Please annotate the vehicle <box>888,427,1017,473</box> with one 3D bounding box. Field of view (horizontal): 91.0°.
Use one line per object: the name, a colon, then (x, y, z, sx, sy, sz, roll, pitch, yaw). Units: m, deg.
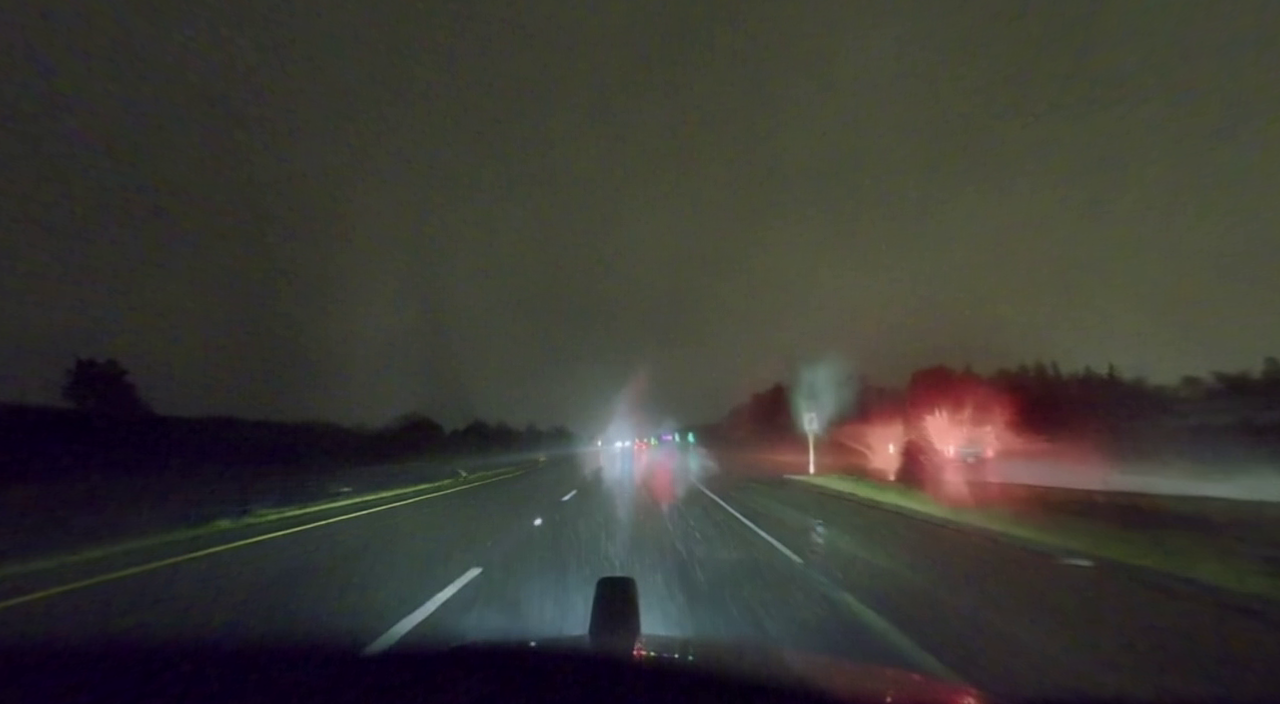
vehicle: (14.283, 4.517, 29.225, 2.328, 1.916, 5.227, 2, -9, -17)
